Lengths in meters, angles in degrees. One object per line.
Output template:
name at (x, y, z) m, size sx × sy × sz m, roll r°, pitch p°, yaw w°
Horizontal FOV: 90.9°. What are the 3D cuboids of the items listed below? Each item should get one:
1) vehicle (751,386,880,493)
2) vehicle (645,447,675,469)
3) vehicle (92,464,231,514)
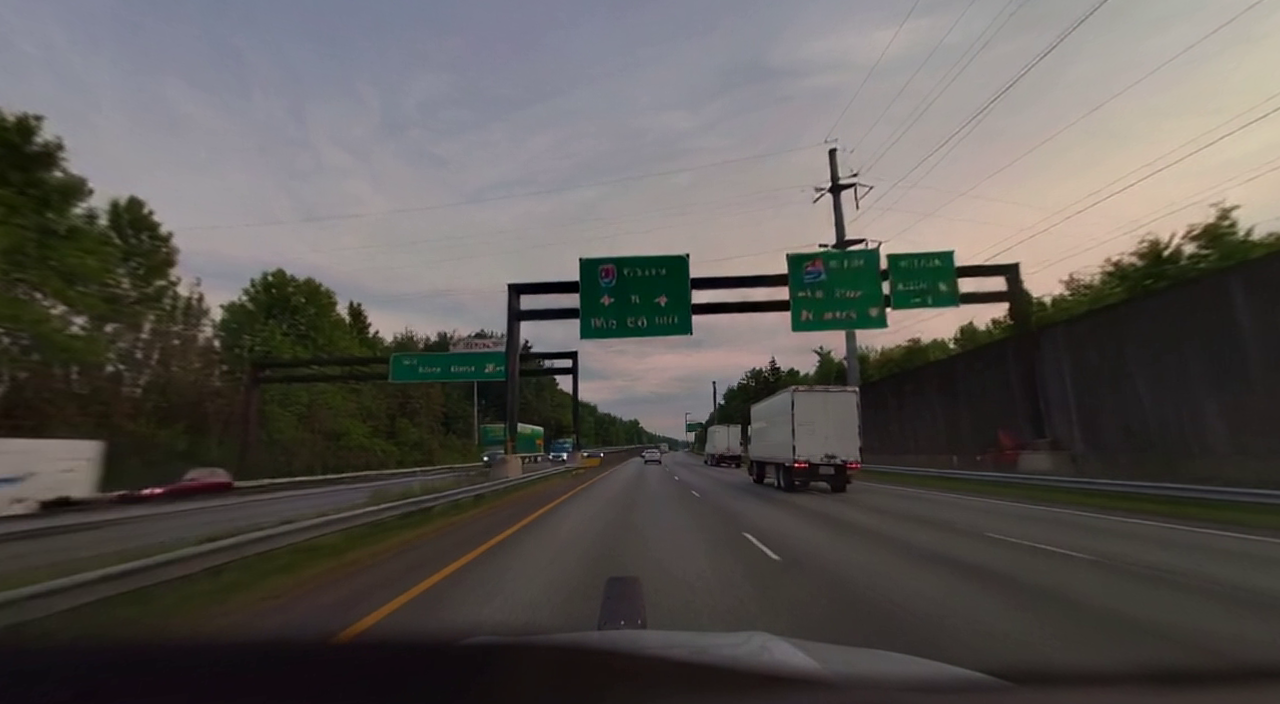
vehicle at (6.209, 3.309, 23.648) m, size 2.743 × 3.367 × 7.306 m, roll 0°, pitch -9°, yaw 0°
vehicle at (1.454, 7.677, 45.671) m, size 2.049 × 1.500 × 3.790 m, roll 0°, pitch -9°, yaw 2°
vehicle at (-17.206, 4.907, 22.942) m, size 1.865 × 1.513 × 3.969 m, roll 0°, pitch -9°, yaw 0°
